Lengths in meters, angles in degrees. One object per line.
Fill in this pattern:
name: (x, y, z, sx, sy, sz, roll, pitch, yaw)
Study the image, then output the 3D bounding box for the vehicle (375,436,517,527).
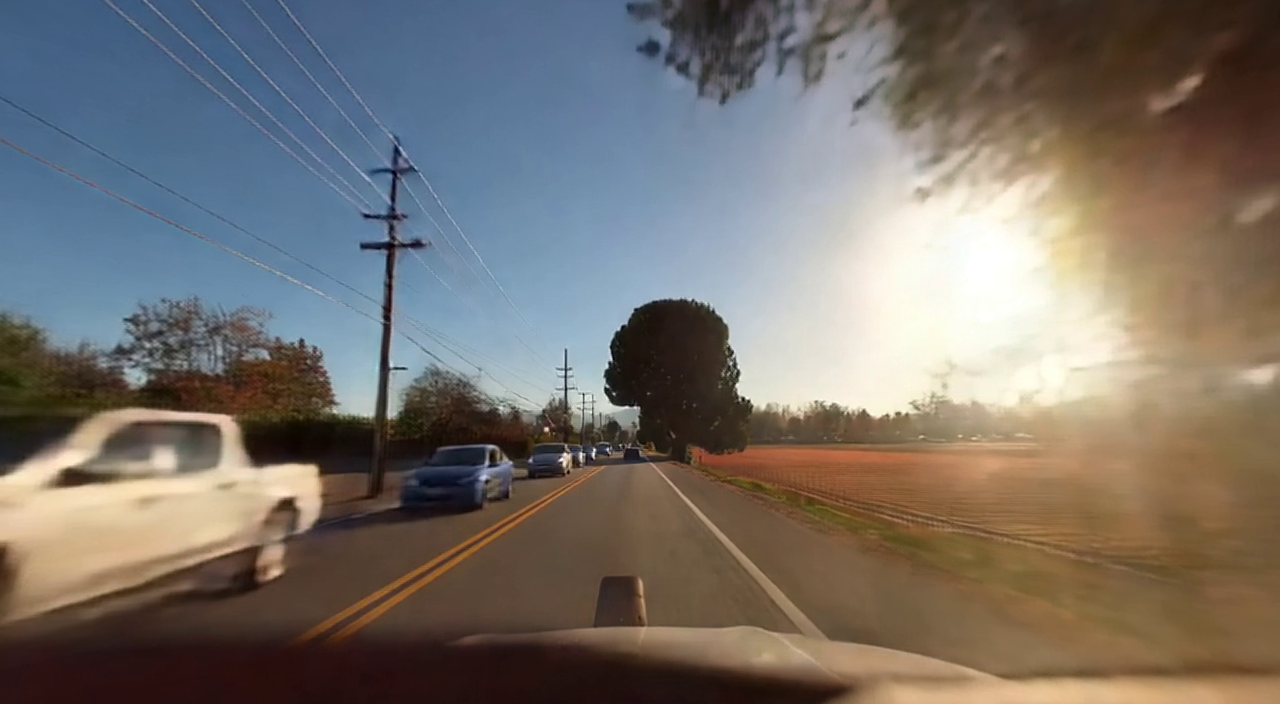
vehicle: (-4.300, 2.875, 14.815, 2.070, 1.665, 4.554, -3, -8, -3)

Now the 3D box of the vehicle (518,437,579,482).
vehicle: (-4.307, 5.089, 30.423, 2.261, 1.901, 4.549, -2, -8, -1)

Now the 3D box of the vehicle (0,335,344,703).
vehicle: (-4.958, 1.290, 5.492, 2.366, 2.144, 5.347, -3, -8, -2)
